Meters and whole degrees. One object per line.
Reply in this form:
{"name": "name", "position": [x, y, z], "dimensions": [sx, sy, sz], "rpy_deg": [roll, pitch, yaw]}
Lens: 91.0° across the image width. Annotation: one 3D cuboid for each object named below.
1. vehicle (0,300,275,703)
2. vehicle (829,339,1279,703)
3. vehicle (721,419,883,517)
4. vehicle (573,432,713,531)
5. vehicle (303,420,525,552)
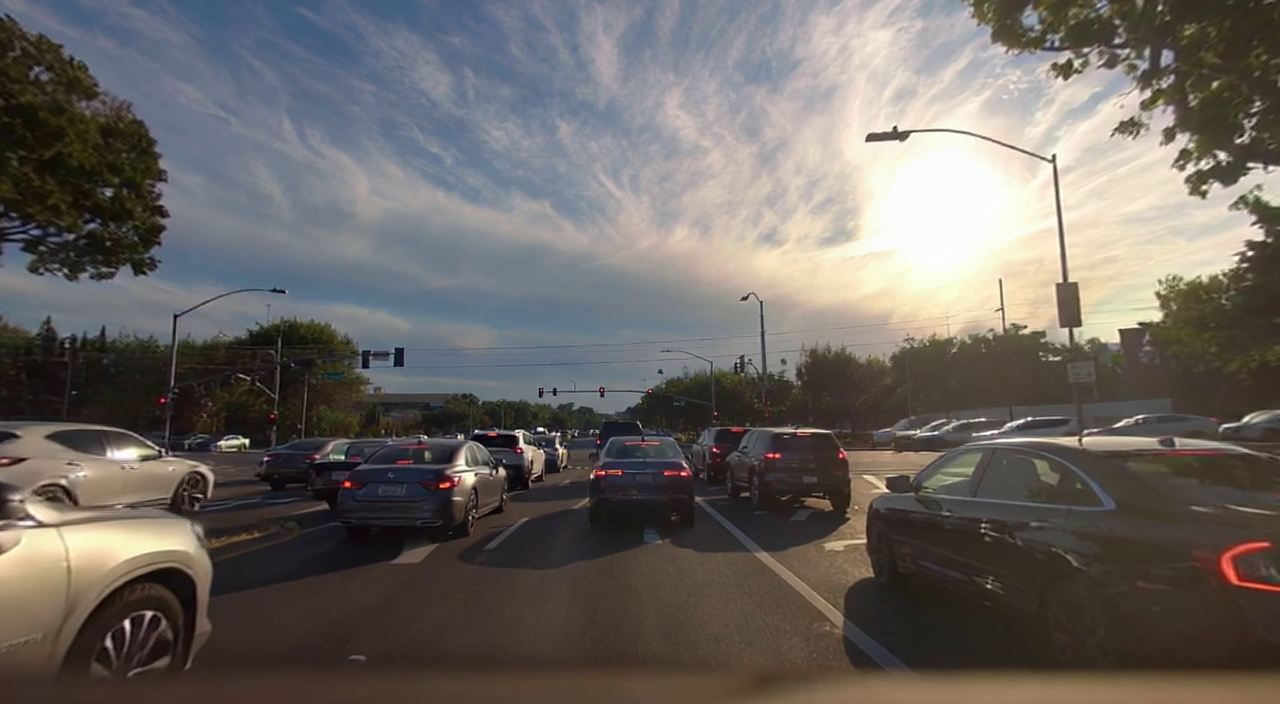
{"name": "vehicle", "position": [-3.194, 0.604, 1.405], "dimensions": [2.079, 1.756, 4.676], "rpy_deg": [0, -8, -2]}
{"name": "vehicle", "position": [3.151, 1.104, 4.595], "dimensions": [2.074, 1.685, 4.387], "rpy_deg": [0, -8, -1]}
{"name": "vehicle", "position": [3.049, 2.294, 12.898], "dimensions": [2.106, 1.667, 4.101], "rpy_deg": [0, -8, -2]}
{"name": "vehicle", "position": [-0.022, 2.199, 11.282], "dimensions": [2.076, 1.438, 3.770], "rpy_deg": [0, -8, -2]}
{"name": "vehicle", "position": [-3.078, 1.909, 9.690], "dimensions": [1.896, 1.546, 4.378], "rpy_deg": [0, -8, -2]}
